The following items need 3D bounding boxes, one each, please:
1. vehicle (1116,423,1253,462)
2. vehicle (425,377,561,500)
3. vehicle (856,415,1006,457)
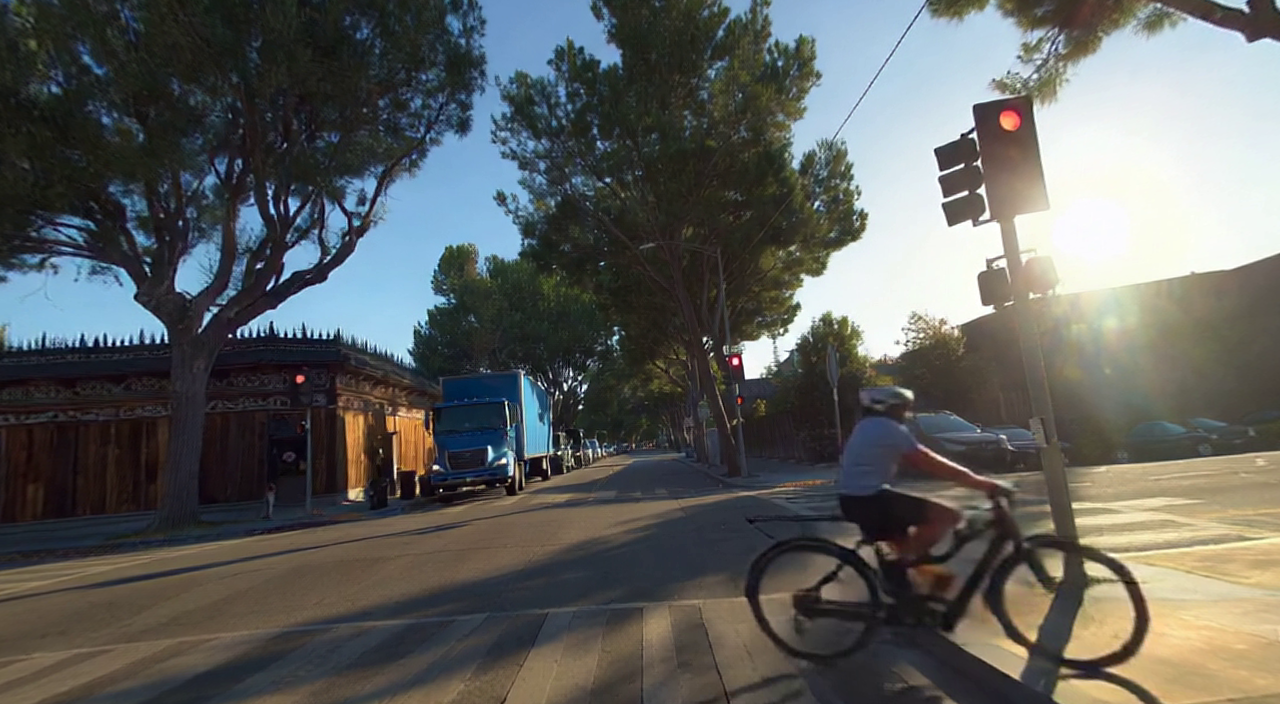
[{"bbox_3d":[24.955,4.158,29.019,4.268,1.695,2.053,0,-8,3],"label":"vehicle"},{"bbox_3d":[-5.820,3.743,27.156,3.113,4.041,10.284,-4,-8,1],"label":"vehicle"},{"bbox_3d":[10.684,3.134,23.424,4.643,1.456,1.820,-1,-8,5],"label":"vehicle"}]
